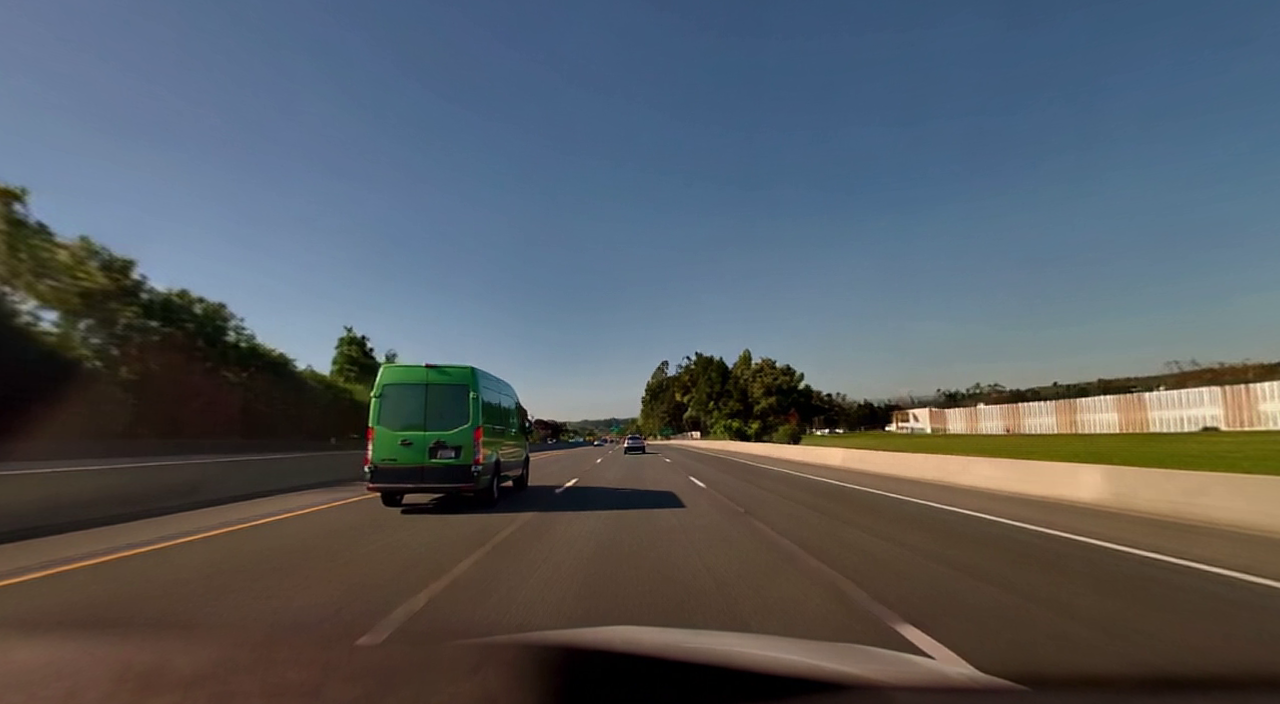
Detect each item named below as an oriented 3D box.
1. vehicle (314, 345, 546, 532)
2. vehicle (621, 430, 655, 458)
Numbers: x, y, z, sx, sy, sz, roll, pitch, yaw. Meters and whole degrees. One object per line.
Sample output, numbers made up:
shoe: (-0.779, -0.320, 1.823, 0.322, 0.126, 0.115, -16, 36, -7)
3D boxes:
vehicle: (-3.345, 1.578, 11.726, 2.424, 2.577, 5.828, 0, -8, -2)
vehicle: (-0.177, 5.911, 40.668, 2.104, 1.646, 4.176, 0, -8, -1)
